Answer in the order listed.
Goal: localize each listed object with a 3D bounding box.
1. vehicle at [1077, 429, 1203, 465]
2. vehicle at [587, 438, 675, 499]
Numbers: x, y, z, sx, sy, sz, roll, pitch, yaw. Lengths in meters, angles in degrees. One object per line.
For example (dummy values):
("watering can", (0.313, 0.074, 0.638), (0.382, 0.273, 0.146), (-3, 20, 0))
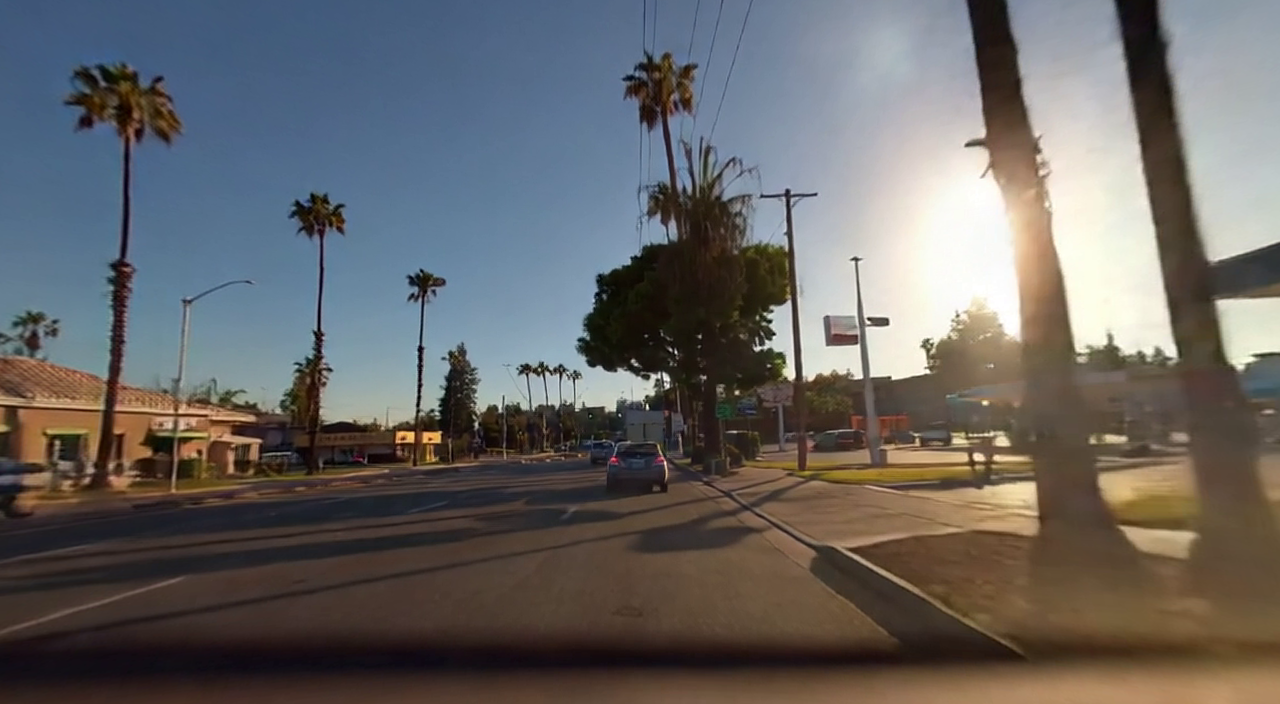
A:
("vehicle", (22.479, 4.350, 28.507), (1.876, 1.482, 4.633), (0, -10, -1))
("vehicle", (-0.196, 3.176, 17.531), (2.145, 1.483, 4.453), (0, -9, 1))
